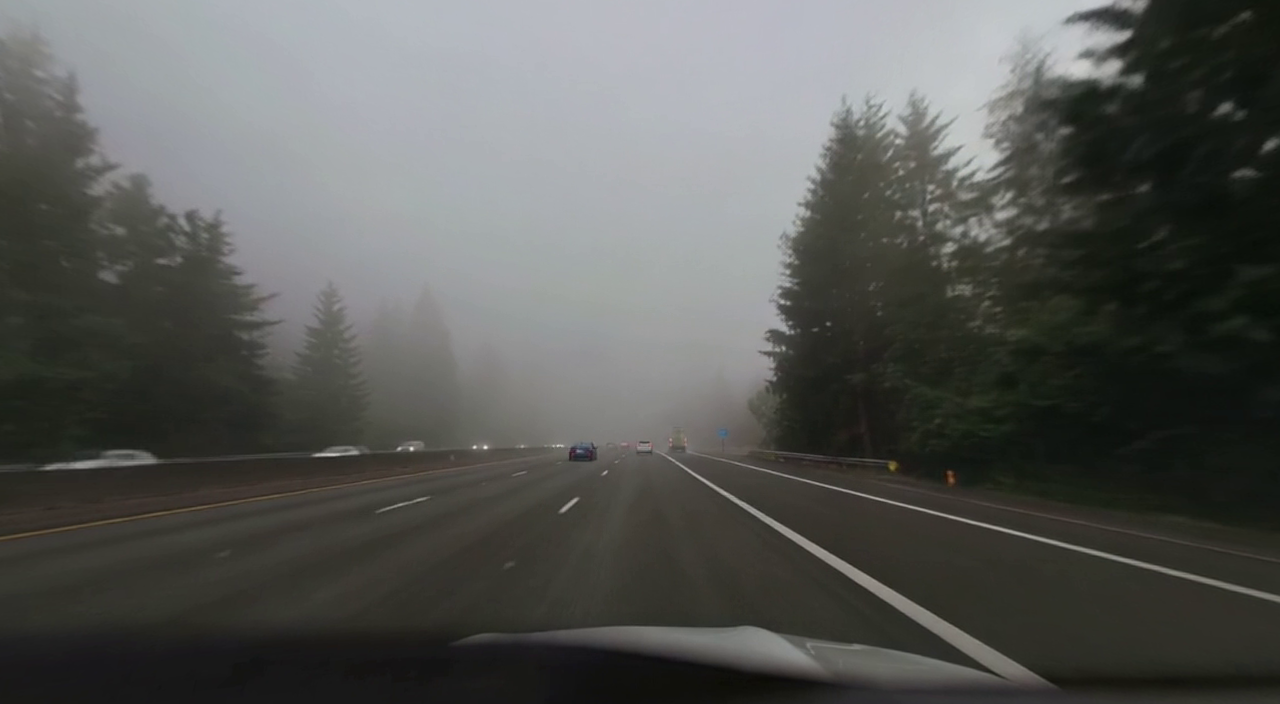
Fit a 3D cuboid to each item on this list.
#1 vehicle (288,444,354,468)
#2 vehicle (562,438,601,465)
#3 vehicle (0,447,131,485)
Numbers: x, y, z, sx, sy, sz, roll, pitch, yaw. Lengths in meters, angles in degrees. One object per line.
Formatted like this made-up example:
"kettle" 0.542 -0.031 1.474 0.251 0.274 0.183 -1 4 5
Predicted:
"vehicle" -21.293 6.969 42.337 1.899 1.486 4.660 0 -9 1
"vehicle" -3.575 6.222 39.340 2.025 1.571 3.662 0 -9 1
"vehicle" -24.953 4.885 27.294 1.853 1.485 4.706 0 -9 1
